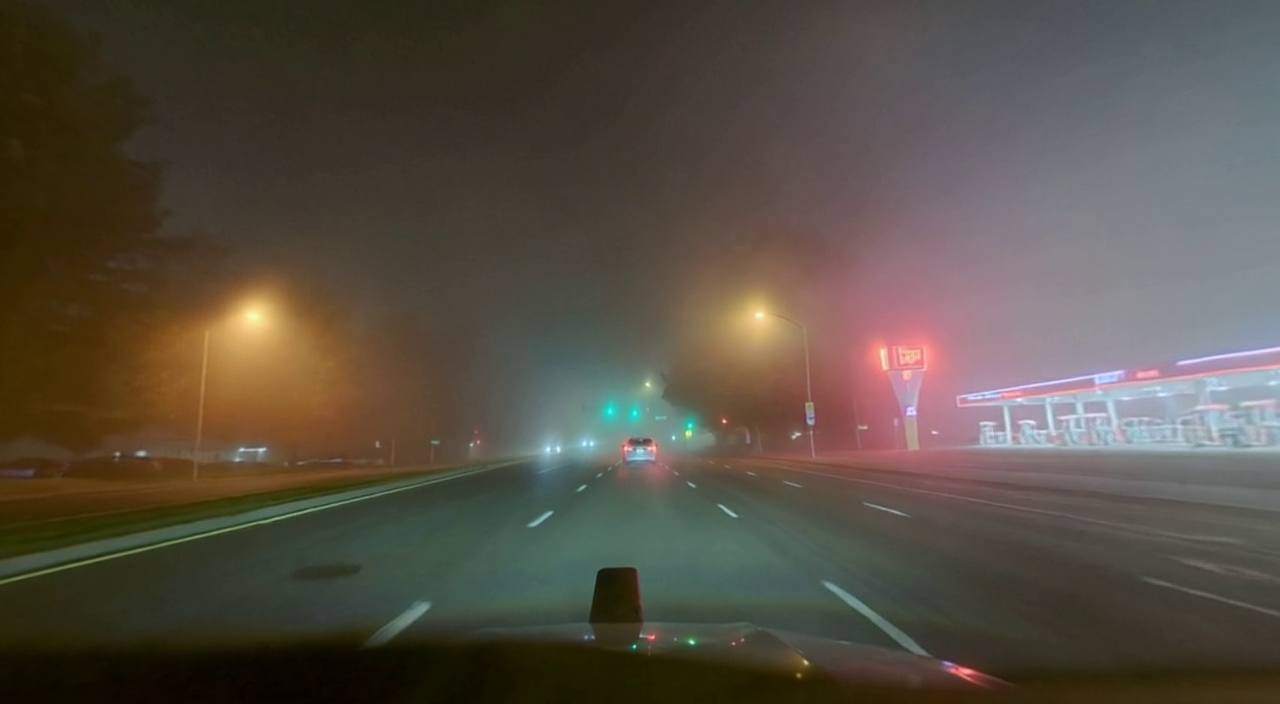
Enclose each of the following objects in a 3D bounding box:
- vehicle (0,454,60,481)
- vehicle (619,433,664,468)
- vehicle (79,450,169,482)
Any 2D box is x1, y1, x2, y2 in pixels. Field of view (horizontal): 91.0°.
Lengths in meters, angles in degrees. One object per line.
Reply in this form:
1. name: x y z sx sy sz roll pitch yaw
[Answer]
1. vehicle: -38.277 6.979 37.976 4.469 1.557 1.959 6 -10 -34
2. vehicle: 0.062 5.214 33.360 2.213 1.715 4.242 0 -8 -1
3. vehicle: -28.670 6.286 34.952 4.749 1.666 1.859 -4 -9 25
